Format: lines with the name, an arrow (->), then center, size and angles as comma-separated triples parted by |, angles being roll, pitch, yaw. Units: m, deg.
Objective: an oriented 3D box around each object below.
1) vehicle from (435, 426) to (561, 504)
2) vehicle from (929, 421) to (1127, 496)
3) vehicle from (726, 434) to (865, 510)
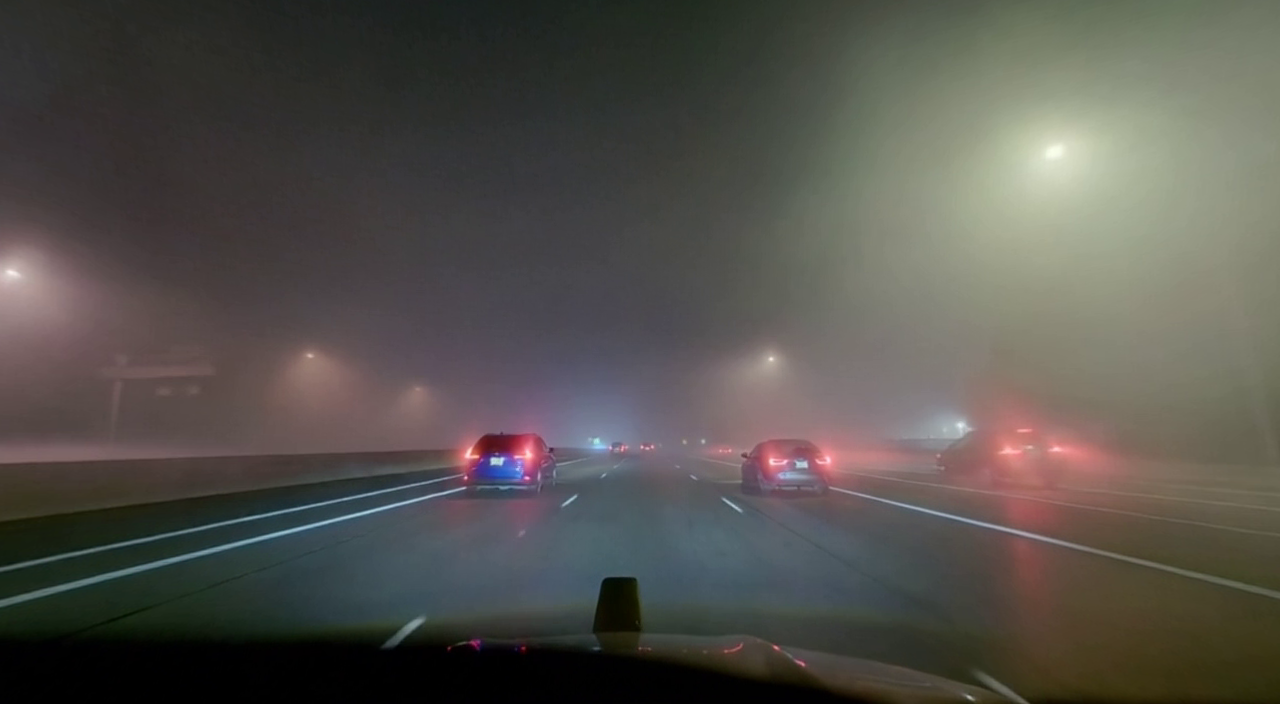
vehicle -> -3.503, 2.906, 16.638 | 2.193, 1.746, 4.512 | 0, -8, 1
vehicle -> 11.143, 3.126, 18.889 | 2.223, 1.865, 5.704 | 0, -9, -1
vehicle -> 3.569, 2.849, 15.592 | 2.107, 1.550, 4.949 | 0, -9, -1
